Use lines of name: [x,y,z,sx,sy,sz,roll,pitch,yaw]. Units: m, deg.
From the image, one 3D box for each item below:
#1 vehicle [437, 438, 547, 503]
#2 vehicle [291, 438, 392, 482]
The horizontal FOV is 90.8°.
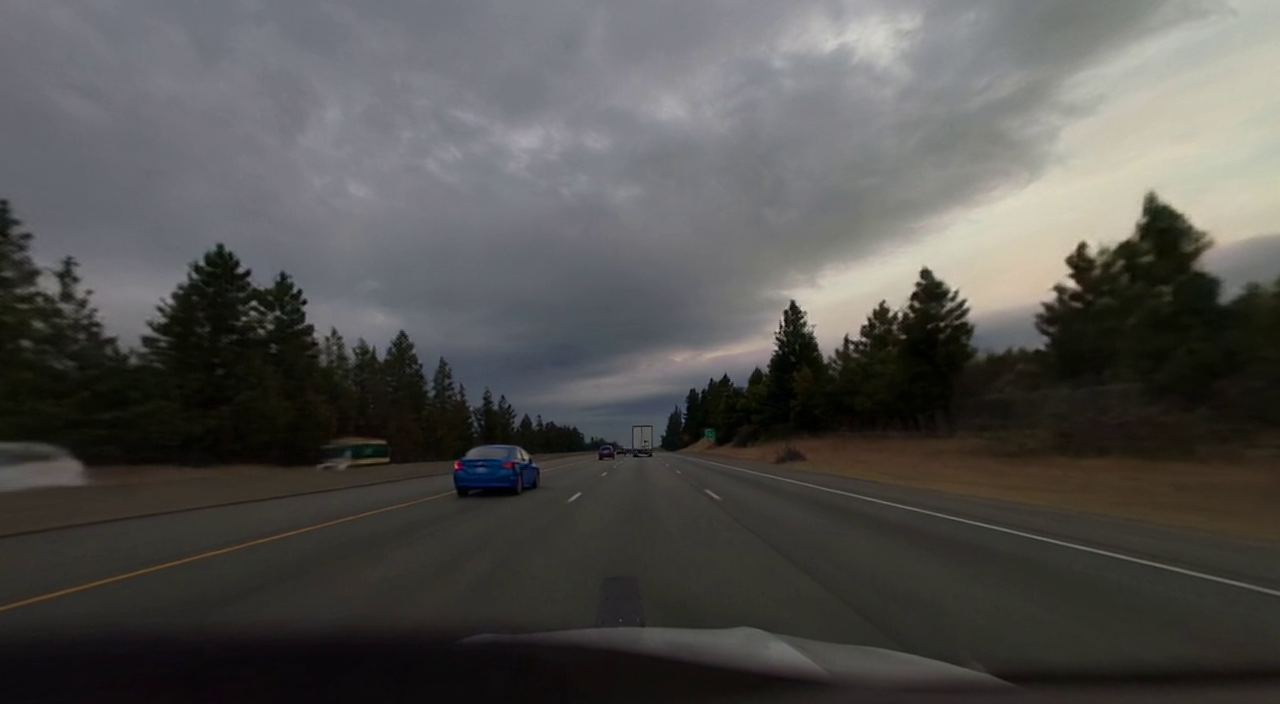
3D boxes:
vehicle: [-3.855,3.170,17.200,2.018,1.548,3.849,-1,-9,1]
vehicle: [-16.797,6.137,36.070,2.441,2.242,6.646,-1,-9,1]
